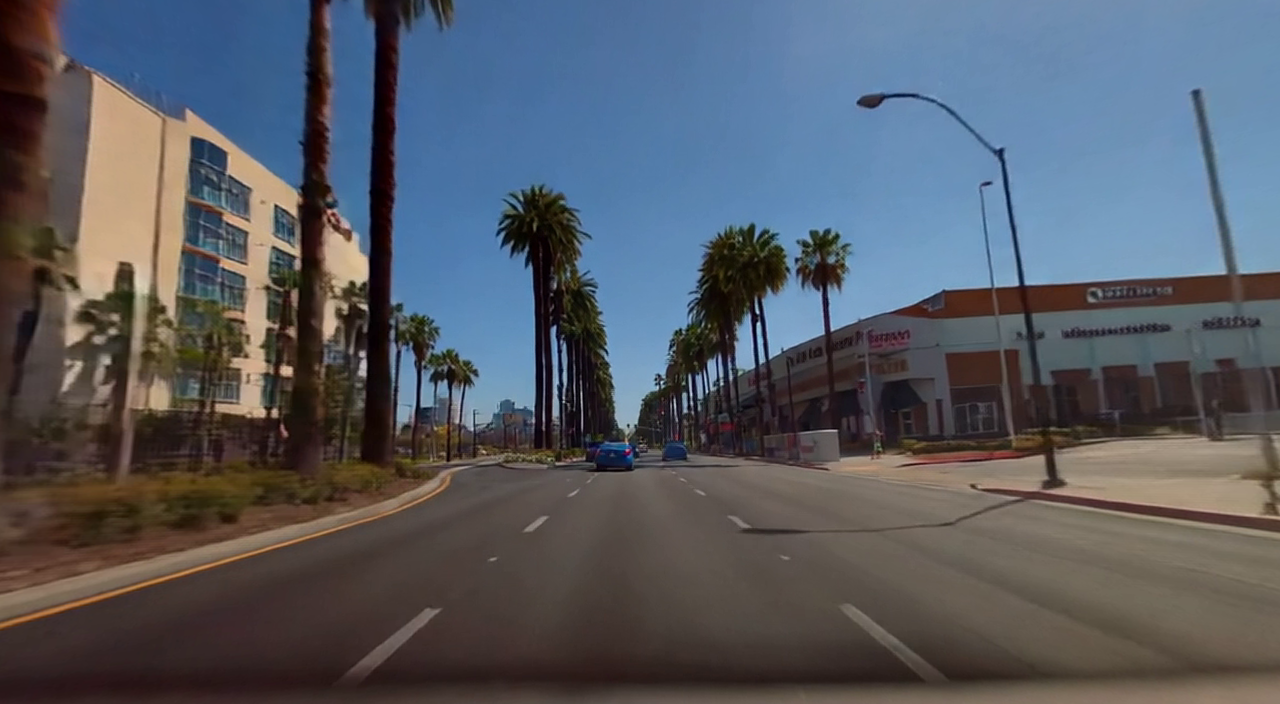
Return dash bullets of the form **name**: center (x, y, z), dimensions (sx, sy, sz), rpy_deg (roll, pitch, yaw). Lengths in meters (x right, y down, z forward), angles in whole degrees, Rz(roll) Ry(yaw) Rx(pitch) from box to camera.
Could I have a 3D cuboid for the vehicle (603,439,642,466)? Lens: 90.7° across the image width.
- **vehicle**: center (-1.061, 6.367, 40.194), dimensions (2.160, 1.615, 4.117), rpy_deg (-1, -8, 3)
